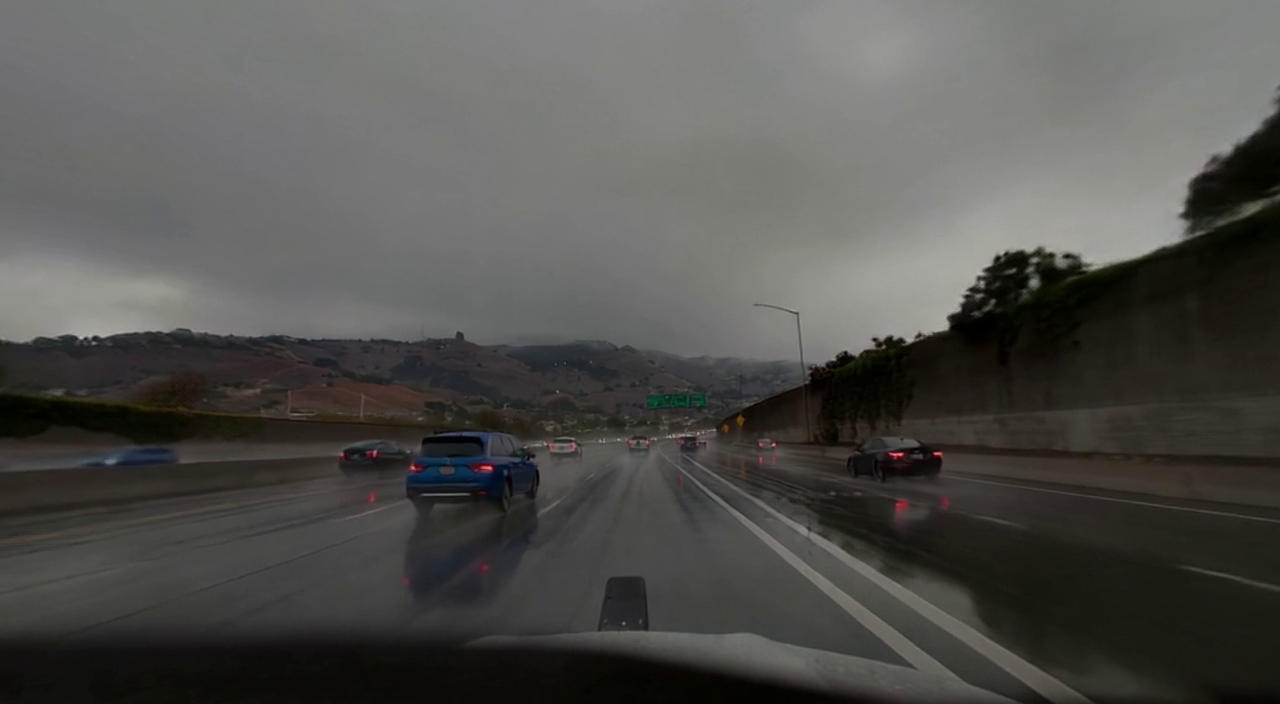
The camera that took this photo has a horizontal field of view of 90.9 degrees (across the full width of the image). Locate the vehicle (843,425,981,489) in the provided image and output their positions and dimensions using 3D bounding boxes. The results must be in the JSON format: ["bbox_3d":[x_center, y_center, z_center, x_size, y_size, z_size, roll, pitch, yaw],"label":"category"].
[{"bbox_3d":[7.838,3.075,18.755,2.122,1.646,4.491,0,-8,1],"label":"vehicle"}]

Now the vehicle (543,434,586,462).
[{"bbox_3d":[-4.929,6.366,41.866,2.076,1.730,4.537,-1,-8,3],"label":"vehicle"}]

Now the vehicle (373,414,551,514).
[{"bbox_3d":[-3.500,2.340,13.701,2.210,1.730,5.133,0,-8,2],"label":"vehicle"}]

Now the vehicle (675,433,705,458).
[{"bbox_3d":[3.907,7.336,49.484,2.172,1.824,5.031,-1,-8,4],"label":"vehicle"}]

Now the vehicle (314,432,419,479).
[{"bbox_3d":[-11.191,4.261,26.234,2.091,1.774,4.754,0,-8,2],"label":"vehicle"}]

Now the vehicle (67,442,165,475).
[{"bbox_3d":[-23.765,4.825,28.770,1.487,1.378,3.390,0,-8,1],"label":"vehicle"}]
